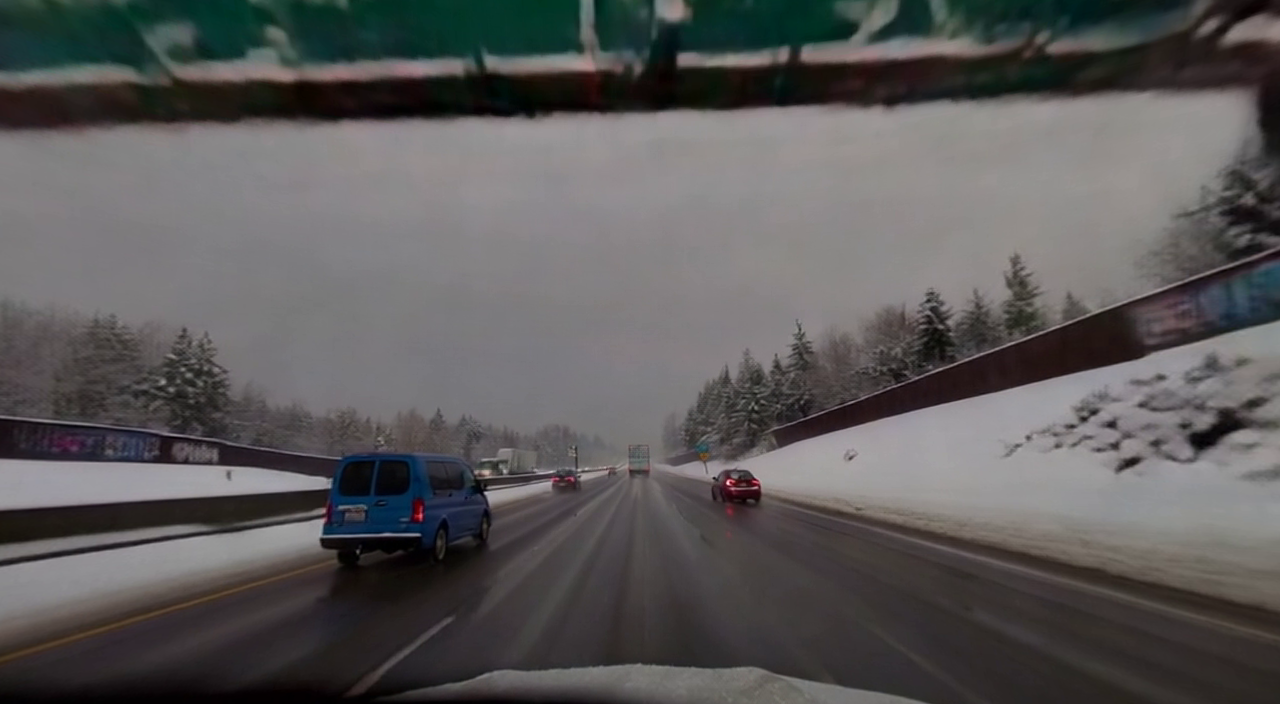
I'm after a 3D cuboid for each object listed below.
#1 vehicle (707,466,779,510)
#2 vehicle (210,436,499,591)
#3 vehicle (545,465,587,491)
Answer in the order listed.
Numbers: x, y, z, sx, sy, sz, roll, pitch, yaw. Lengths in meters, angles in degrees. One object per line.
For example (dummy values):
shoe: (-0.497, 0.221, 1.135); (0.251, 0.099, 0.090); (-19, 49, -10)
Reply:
vehicle: (3.747, 5.040, 23.704); (1.917, 1.458, 4.199); (1, -10, -1)
vehicle: (-3.551, 2.137, 9.021); (2.004, 1.610, 4.508); (1, -10, 0)
vehicle: (-4.405, 7.559, 37.959); (2.054, 1.443, 4.131); (1, -10, 0)
